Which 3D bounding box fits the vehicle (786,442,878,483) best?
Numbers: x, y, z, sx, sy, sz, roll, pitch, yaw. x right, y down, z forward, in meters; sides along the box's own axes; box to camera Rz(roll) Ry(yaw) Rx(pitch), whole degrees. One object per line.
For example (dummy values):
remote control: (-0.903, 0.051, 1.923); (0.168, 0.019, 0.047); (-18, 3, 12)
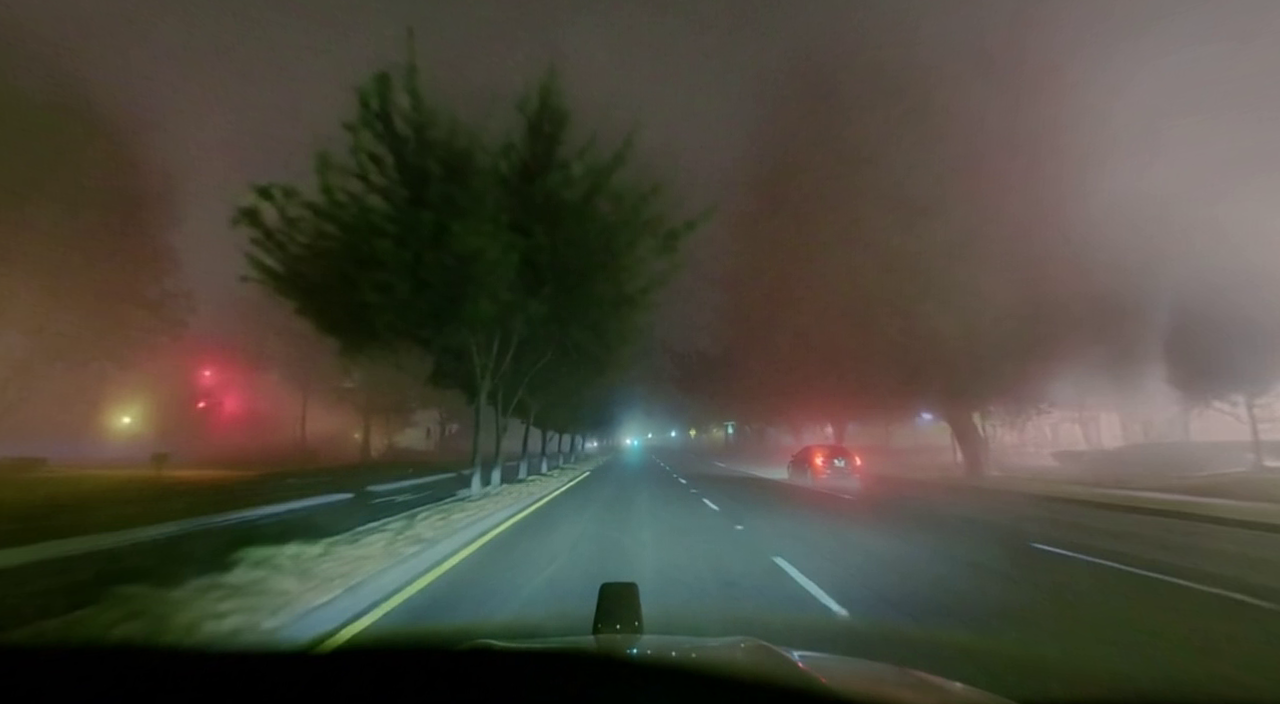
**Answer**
vehicle: (7.221, 4.193, 24.240); (2.054, 1.421, 4.487); (0, -9, -1)
